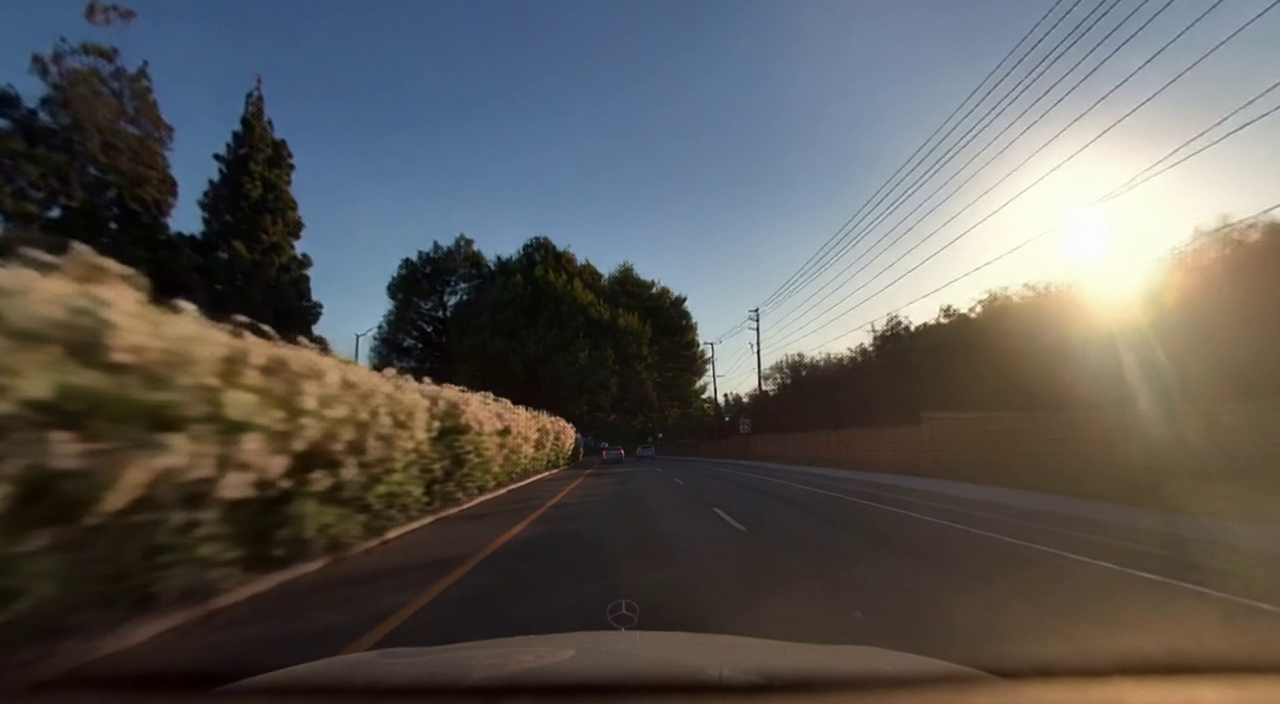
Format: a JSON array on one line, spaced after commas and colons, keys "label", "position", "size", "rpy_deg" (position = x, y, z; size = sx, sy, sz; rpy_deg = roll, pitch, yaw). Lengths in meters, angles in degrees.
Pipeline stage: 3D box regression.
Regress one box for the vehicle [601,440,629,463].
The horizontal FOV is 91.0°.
[{"label": "vehicle", "position": [-1.910, 7.431, 46.975], "size": [2.005, 1.633, 4.044], "rpy_deg": [1, -8, -3]}]
